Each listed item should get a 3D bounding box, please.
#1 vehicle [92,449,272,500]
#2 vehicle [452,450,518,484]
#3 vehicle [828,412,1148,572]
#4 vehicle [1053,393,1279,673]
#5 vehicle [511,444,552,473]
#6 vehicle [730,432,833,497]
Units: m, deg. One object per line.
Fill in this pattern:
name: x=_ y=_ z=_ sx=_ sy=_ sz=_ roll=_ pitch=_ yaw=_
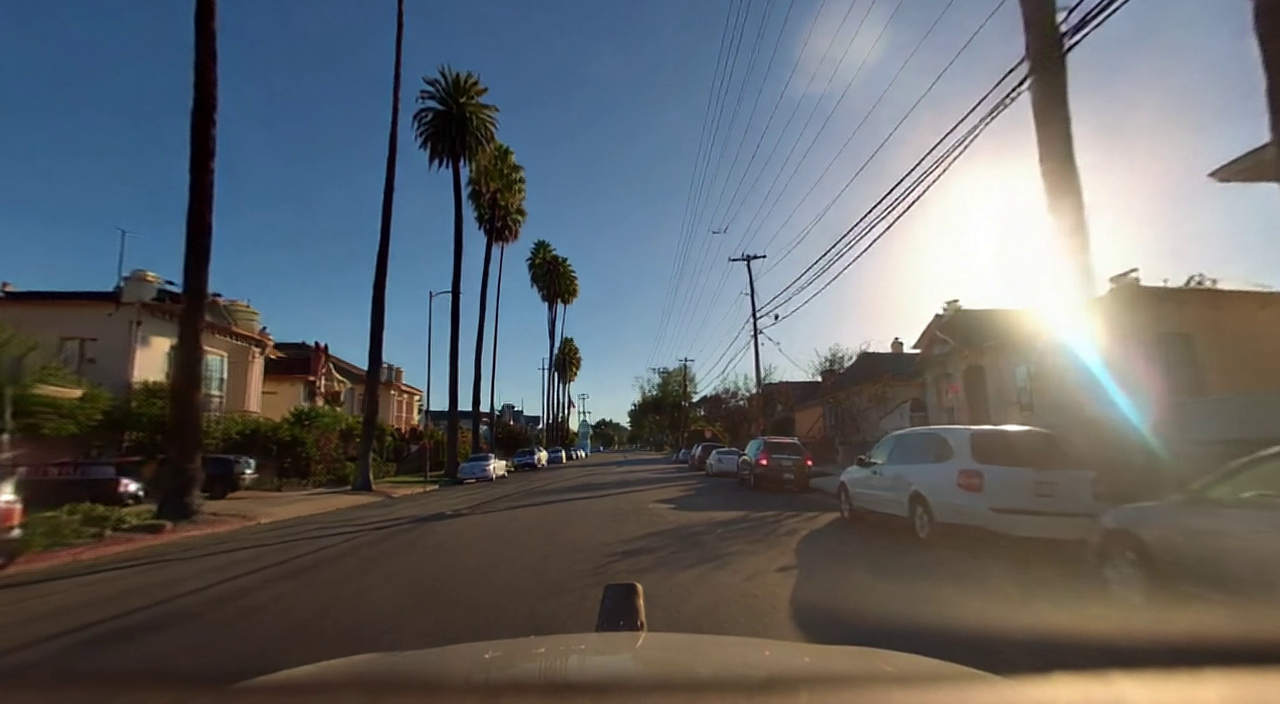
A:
vehicle: x=-14.499 y=3.888 z=20.194 sx=4.305 sy=1.505 sz=1.793 roll=0 pitch=-8 yaw=-1
vehicle: x=-7.528 y=5.606 z=31.187 sx=2.013 sy=1.483 sz=4.645 roll=0 pitch=-8 yaw=1
vehicle: x=4.611 y=1.909 z=9.452 sx=1.922 sy=1.761 sz=4.633 roll=1 pitch=-8 yaw=-3
vehicle: x=4.809 y=1.084 z=3.723 sx=1.894 sy=1.675 sz=4.294 roll=0 pitch=-8 yaw=1
vehicle: x=-7.870 y=7.756 z=46.210 sx=2.077 sy=1.888 sz=4.551 roll=-1 pitch=-8 yaw=2
vehicle: x=4.418 y=3.605 z=20.656 sx=2.115 sy=1.826 sz=4.871 roll=0 pitch=-8 yaw=-2
